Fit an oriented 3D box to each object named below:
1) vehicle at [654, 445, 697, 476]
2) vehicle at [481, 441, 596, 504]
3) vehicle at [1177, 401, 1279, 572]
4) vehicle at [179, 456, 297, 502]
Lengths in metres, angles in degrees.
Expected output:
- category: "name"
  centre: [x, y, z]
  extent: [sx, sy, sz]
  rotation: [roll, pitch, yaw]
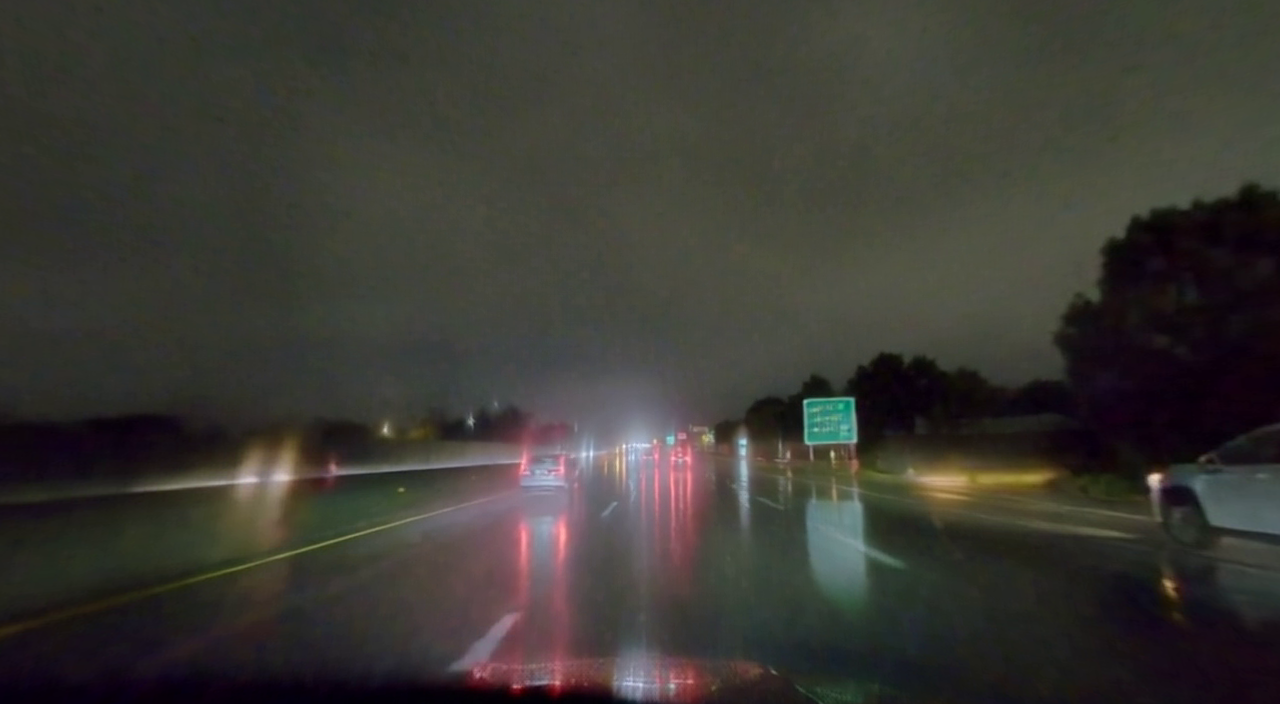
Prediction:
- category: "vehicle"
  centre: [2.025, 5.978, 34.685]
  extent: [1.969, 1.595, 3.964]
  rotation: [-2, -9, 9]
- category: "vehicle"
  centre: [-2.775, 3.419, 18.272]
  extent: [2.084, 1.594, 4.219]
  rotation: [-2, -9, 9]
- category: "vehicle"
  centre: [7.266, 1.180, 5.227]
  extent: [2.143, 1.667, 4.221]
  rotation: [-2, -9, 8]
- category: "vehicle"
  centre: [-15.395, 4.854, 24.329]
  extent: [1.883, 1.560, 4.194]
  rotation: [0, -9, -2]
